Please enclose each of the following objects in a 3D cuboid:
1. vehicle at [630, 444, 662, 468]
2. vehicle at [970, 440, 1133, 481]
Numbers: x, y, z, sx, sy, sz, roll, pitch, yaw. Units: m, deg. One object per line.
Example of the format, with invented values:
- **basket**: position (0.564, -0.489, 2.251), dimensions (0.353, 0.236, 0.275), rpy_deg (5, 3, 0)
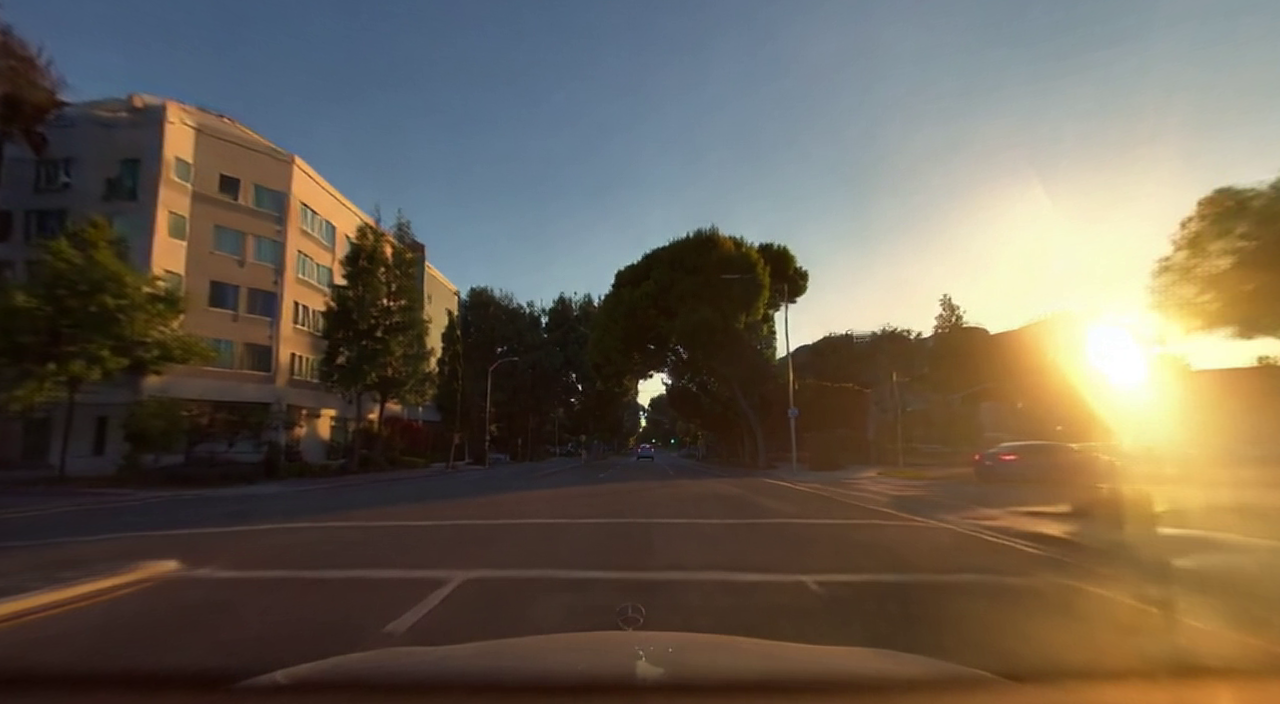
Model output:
- **vehicle**: position (0.423, 7.558, 45.960), dimensions (2.200, 1.653, 4.127), rpy_deg (0, -8, 0)
- **vehicle**: position (15.596, 4.118, 24.082), dimensions (4.824, 1.462, 1.974), rpy_deg (0, -8, -1)
